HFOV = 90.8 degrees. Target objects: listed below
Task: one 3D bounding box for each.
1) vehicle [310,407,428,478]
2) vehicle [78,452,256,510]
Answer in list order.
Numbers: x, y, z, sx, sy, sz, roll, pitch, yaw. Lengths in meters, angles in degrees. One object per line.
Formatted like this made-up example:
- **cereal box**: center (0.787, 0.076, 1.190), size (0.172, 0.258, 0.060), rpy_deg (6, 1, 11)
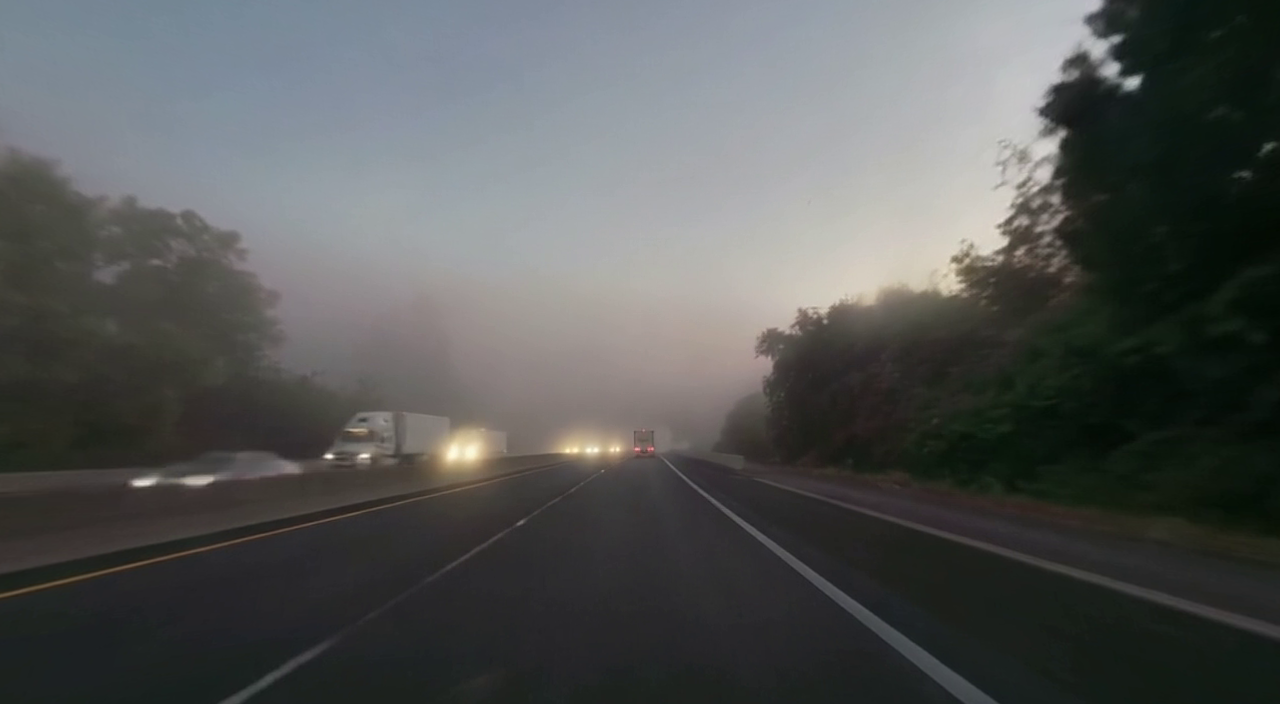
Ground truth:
- **vehicle**: center (-17.174, 5.943, 41.173), size (2.933, 4.014, 10.307), rpy_deg (0, -9, 1)
- **vehicle**: center (-13.803, 3.737, 18.814), size (1.864, 1.489, 4.284), rpy_deg (0, -9, 2)
